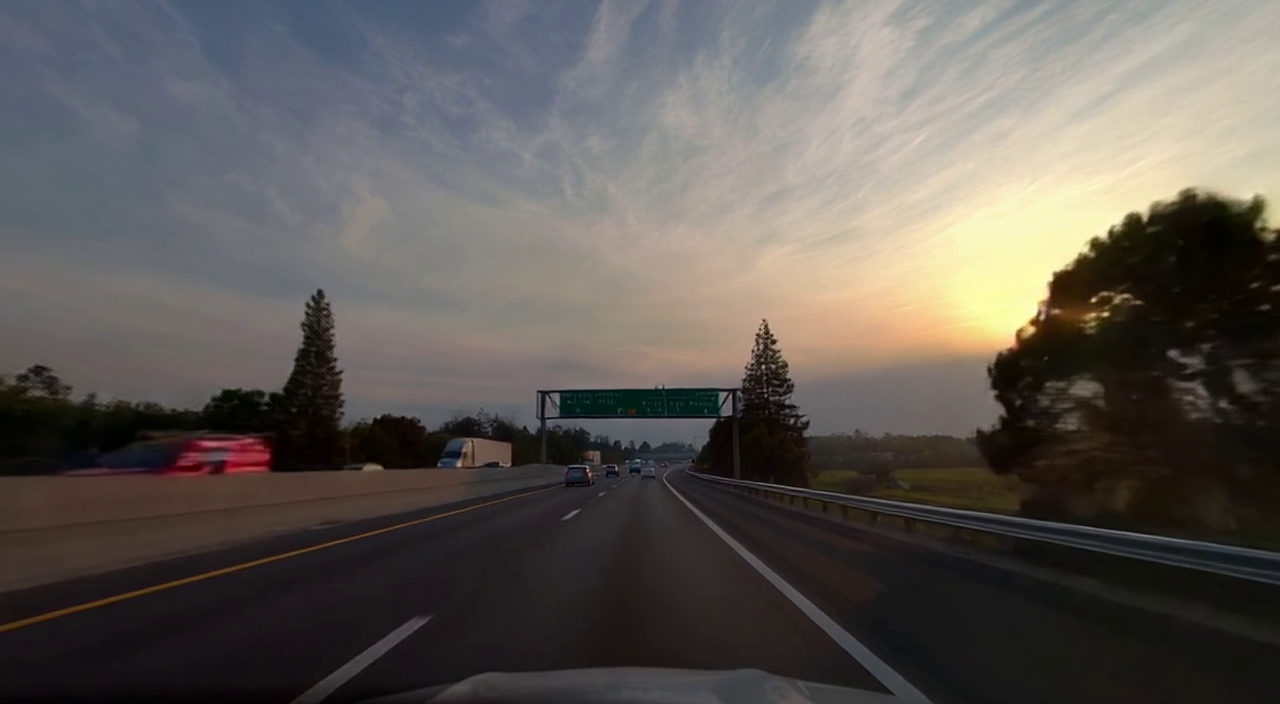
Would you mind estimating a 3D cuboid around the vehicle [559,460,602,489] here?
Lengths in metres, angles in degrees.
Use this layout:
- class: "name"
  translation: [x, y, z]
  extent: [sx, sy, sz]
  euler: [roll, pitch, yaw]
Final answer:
- class: "vehicle"
  translation: [-3.742, 7.883, 40.683]
  extent: [2.160, 1.721, 4.368]
  euler: [1, -11, 2]

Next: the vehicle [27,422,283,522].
- class: "vehicle"
  translation: [-12.557, 3.219, 17.080]
  extent: [2.282, 2.189, 5.633]
  euler: [1, -11, 1]
